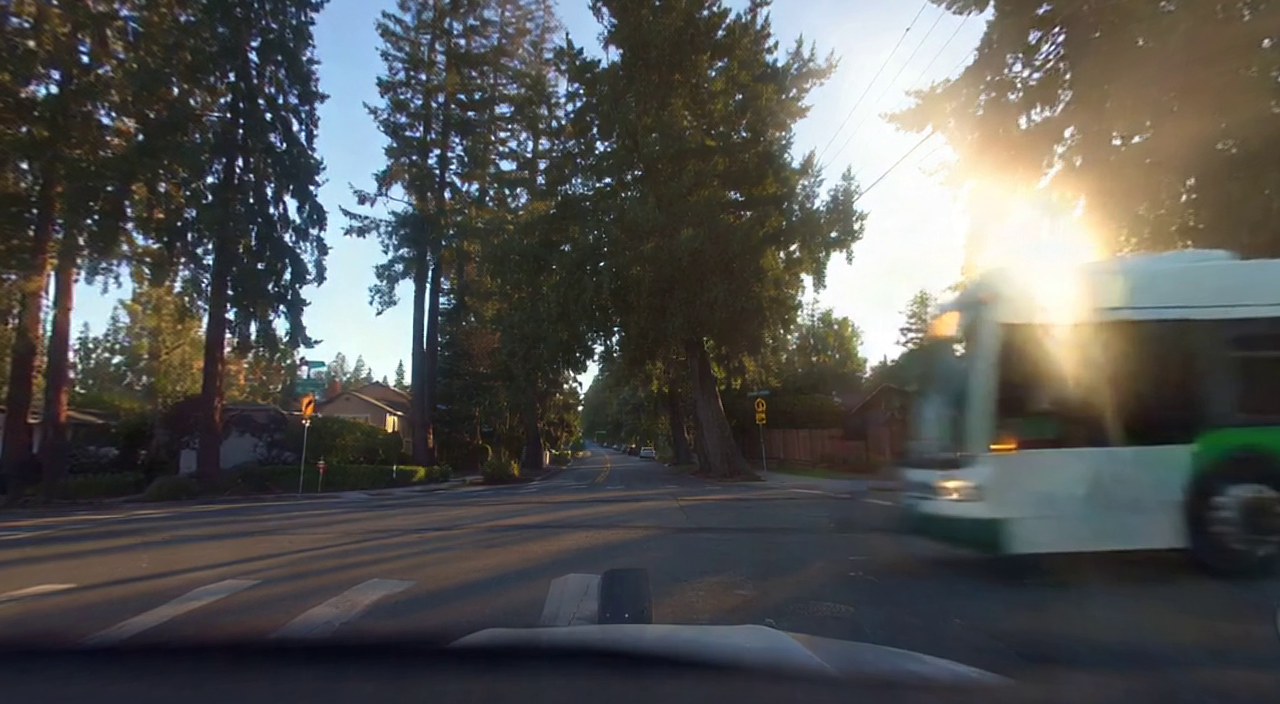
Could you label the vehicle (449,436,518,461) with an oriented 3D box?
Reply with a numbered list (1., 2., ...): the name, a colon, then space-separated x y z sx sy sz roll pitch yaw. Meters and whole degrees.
1. vehicle: -11.686 7.212 47.245 4.622 1.782 1.836 0 -8 0
